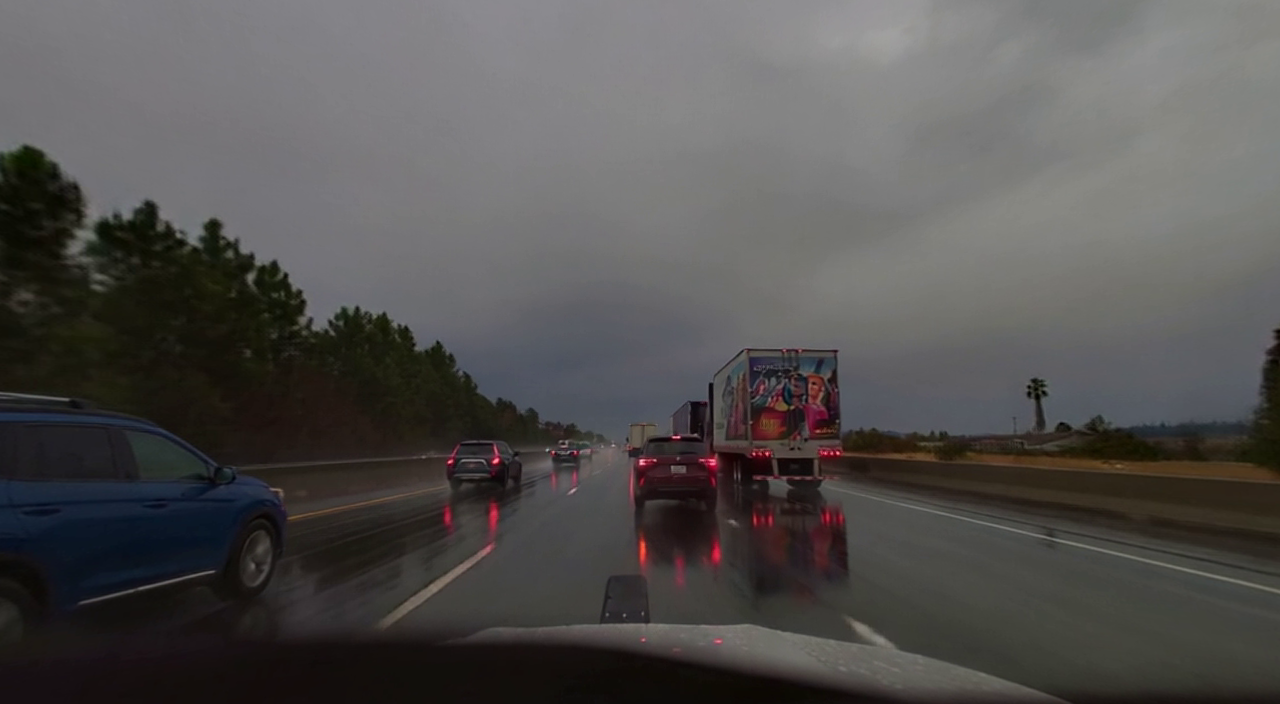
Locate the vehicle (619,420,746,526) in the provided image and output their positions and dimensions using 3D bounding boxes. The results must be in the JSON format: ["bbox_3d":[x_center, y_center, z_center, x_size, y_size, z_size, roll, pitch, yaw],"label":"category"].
[{"bbox_3d":[0.634,2.186,11.840,2.017,1.662,3.543,0,-8,-1],"label":"vehicle"}]

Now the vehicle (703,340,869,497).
[{"bbox_3d":[4.472,2.711,23.497,2.828,4.081,14.220,0,-8,0],"label":"vehicle"}]

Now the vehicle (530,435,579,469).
[{"bbox_3d":[-4.541,5.380,33.999,2.014,1.683,4.275,0,-8,1],"label":"vehicle"}]

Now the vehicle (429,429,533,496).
[{"bbox_3d":[-4.277,3.023,17.580,1.905,1.642,3.803,0,-8,0],"label":"vehicle"}]

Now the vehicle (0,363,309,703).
[{"bbox_3d":[-4.072,0.968,3.540,1.983,1.666,4.452,0,-8,0],"label":"vehicle"}]
